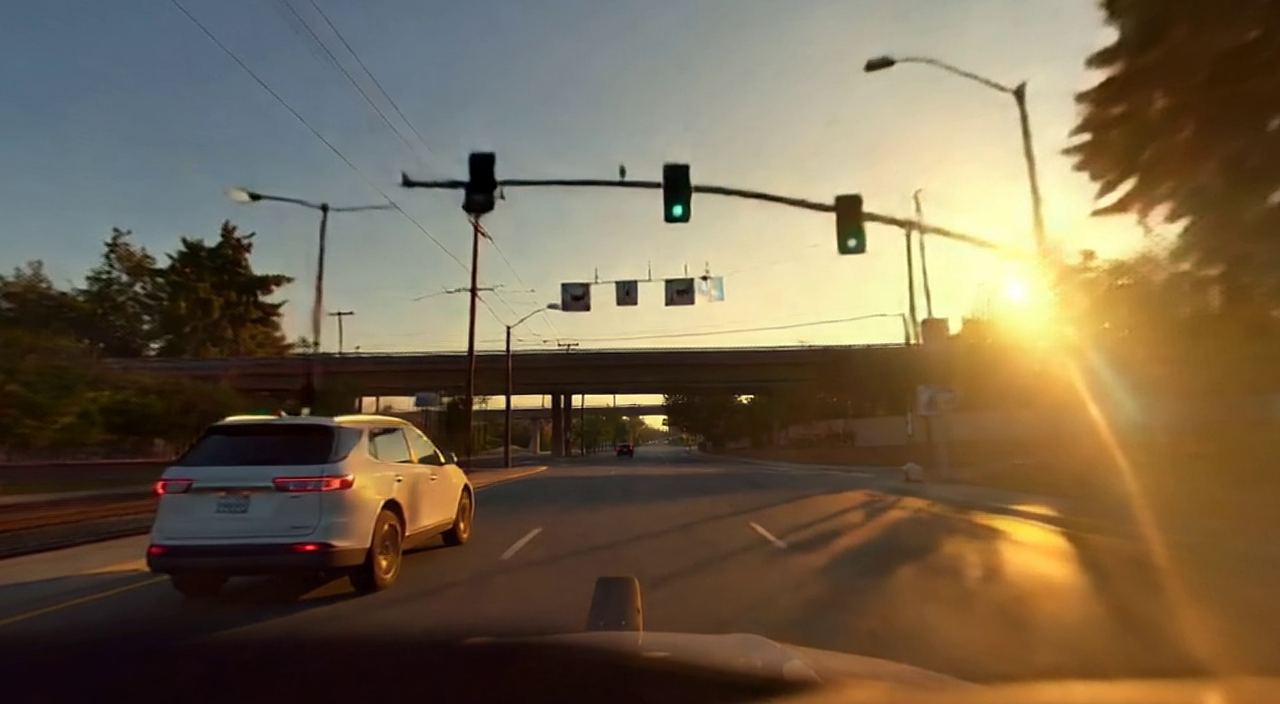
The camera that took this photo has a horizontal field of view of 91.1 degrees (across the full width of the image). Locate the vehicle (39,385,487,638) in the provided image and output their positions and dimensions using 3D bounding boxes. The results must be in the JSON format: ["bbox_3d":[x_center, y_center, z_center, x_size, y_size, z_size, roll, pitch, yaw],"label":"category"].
[{"bbox_3d":[-3.092,1.396,6.492,1.882,1.704,4.335,0,-8,1],"label":"vehicle"}]
